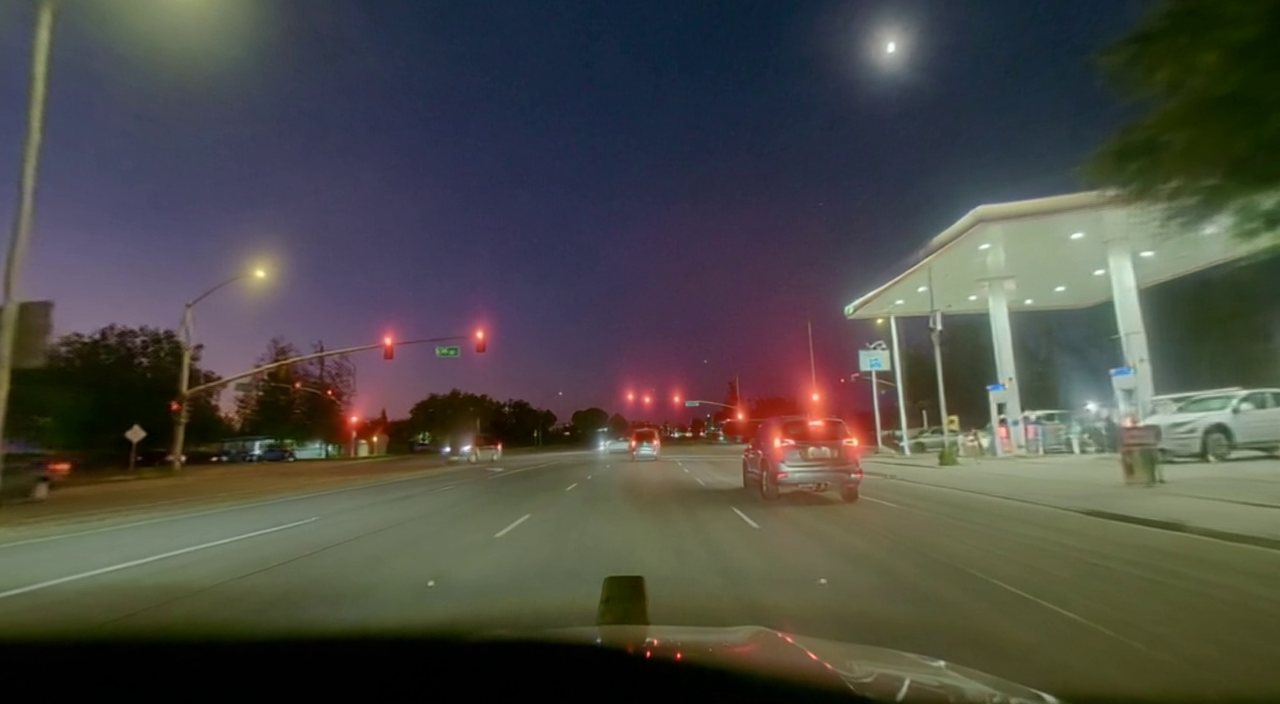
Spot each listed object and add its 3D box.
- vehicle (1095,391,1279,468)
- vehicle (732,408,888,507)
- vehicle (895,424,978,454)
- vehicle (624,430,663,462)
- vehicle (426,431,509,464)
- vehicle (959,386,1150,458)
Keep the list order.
[{"bbox_3d":[16.075,2.134,17.128,5.659,1.947,2.165,0,-8,1],"label":"vehicle"},{"bbox_3d":[3.407,2.237,13.661,2.083,1.779,4.347,0,-8,-1],"label":"vehicle"},{"bbox_3d":[17.065,5.021,36.425,3.848,1.674,1.887,0,-8,1],"label":"vehicle"},{"bbox_3d":[0.208,5.285,35.411,2.067,1.702,3.987,0,-8,1],"label":"vehicle"},{"bbox_3d":[-10.963,6.131,40.528,2.191,1.984,5.431,-3,-9,22],"label":"vehicle"},{"bbox_3d":[16.299,2.817,25.079,5.790,2.675,2.554,1,-8,-4],"label":"vehicle"}]
